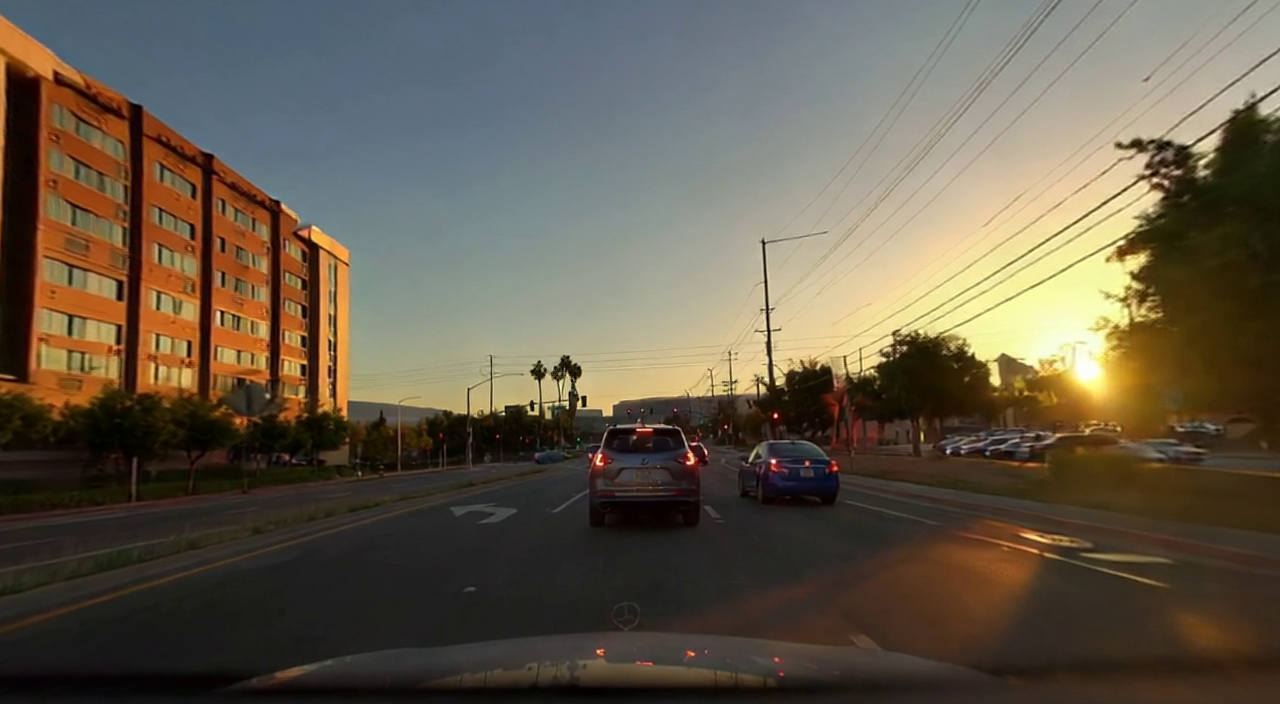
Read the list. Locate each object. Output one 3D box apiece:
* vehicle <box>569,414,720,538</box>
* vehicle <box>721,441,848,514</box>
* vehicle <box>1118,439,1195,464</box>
[{"bbox_3d":[0.073,2.137,11.436,2.189,1.776,4.342,0,-9,0],"label":"vehicle"},{"bbox_3d":[3.272,2.940,15.353,1.990,1.482,4.575,0,-9,0],"label":"vehicle"},{"bbox_3d":[37.410,7.195,45.936,1.910,1.686,4.746,-1,-9,6],"label":"vehicle"}]
